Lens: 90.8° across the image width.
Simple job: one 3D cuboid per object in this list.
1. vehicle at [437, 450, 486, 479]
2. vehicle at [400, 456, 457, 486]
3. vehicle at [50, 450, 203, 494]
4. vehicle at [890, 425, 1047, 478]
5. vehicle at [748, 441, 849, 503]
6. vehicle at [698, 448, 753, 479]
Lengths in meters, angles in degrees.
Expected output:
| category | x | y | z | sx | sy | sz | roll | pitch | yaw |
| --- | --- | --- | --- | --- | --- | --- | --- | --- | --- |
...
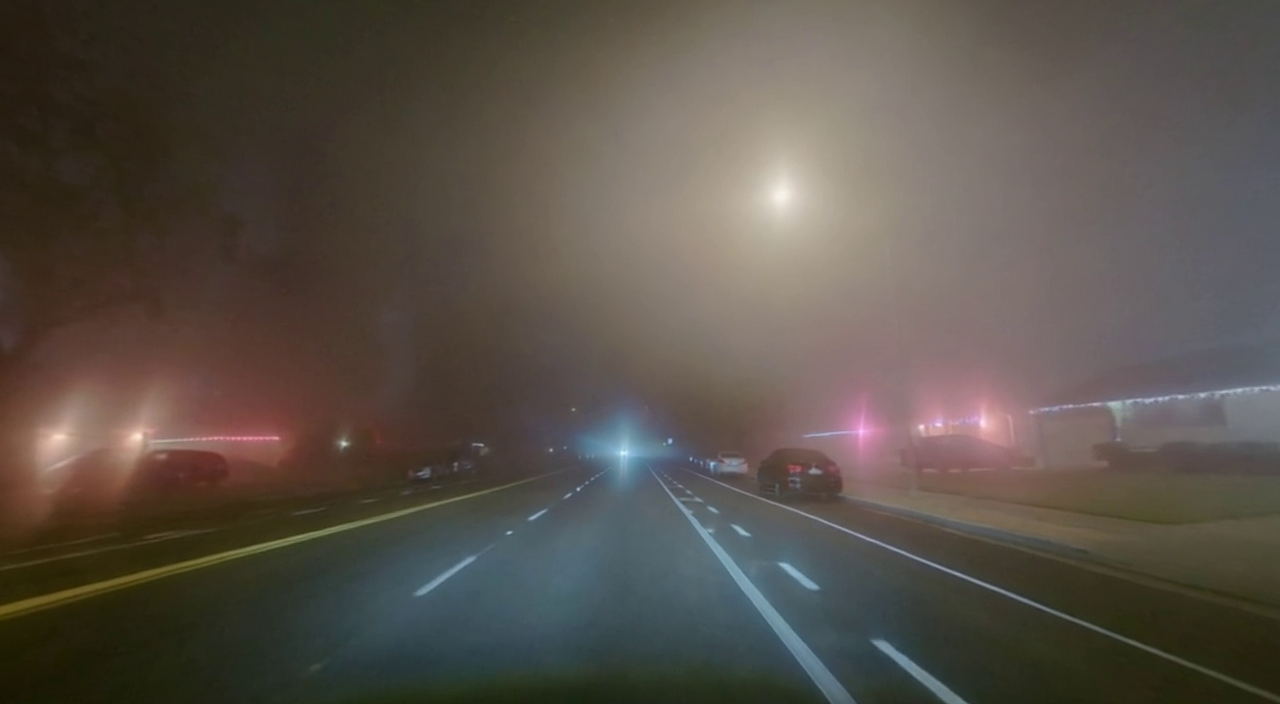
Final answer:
| category | x | y | z | sx | sy | sz | roll | pitch | yaw |
| --- | --- | --- | --- | --- | --- | --- | --- | --- | --- |
| vehicle | -12.848 | 8.132 | 45.737 | 2.075 | 1.917 | 4.984 | -1 | -10 | 0 |
| vehicle | -12.876 | 7.228 | 38.752 | 1.925 | 1.498 | 4.850 | -4 | -8 | -1 |
| vehicle | -21.061 | 4.933 | 26.083 | 4.534 | 1.536 | 1.952 | 2 | -8 | 0 |
| vehicle | 12.620 | 3.879 | 24.529 | 4.850 | 1.610 | 1.980 | -5 | -10 | 3 |
| vehicle | 4.665 | 3.654 | 19.384 | 1.934 | 1.546 | 5.009 | 2 | -10 | 2 |
| vehicle | 4.485 | 5.940 | 33.954 | 2.035 | 1.498 | 4.910 | 0 | -9 | -3 |
